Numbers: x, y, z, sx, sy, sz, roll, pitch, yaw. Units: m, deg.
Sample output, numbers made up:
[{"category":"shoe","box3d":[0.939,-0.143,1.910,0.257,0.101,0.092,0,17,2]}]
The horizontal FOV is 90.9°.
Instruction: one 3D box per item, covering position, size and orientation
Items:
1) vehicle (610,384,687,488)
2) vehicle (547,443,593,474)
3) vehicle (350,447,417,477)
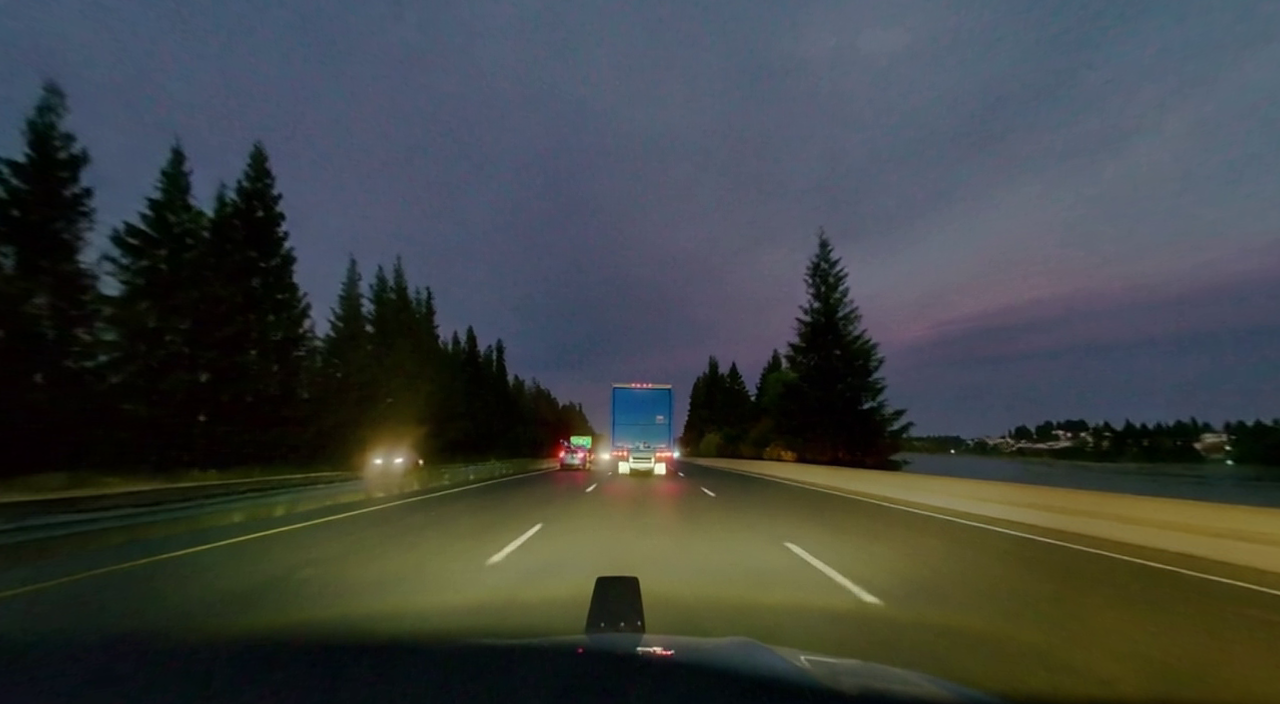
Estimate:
[{"category":"vehicle","box3d":[0.401,3.813,28.031,2.821,3.878,8.925,0,-9,1]},{"category":"vehicle","box3d":[-3.880,6.058,35.963,2.018,1.632,4.722,0,-9,1]},{"category":"vehicle","box3d":[-16.081,6.899,39.793,2.008,1.748,4.967,0,-9,2]}]
